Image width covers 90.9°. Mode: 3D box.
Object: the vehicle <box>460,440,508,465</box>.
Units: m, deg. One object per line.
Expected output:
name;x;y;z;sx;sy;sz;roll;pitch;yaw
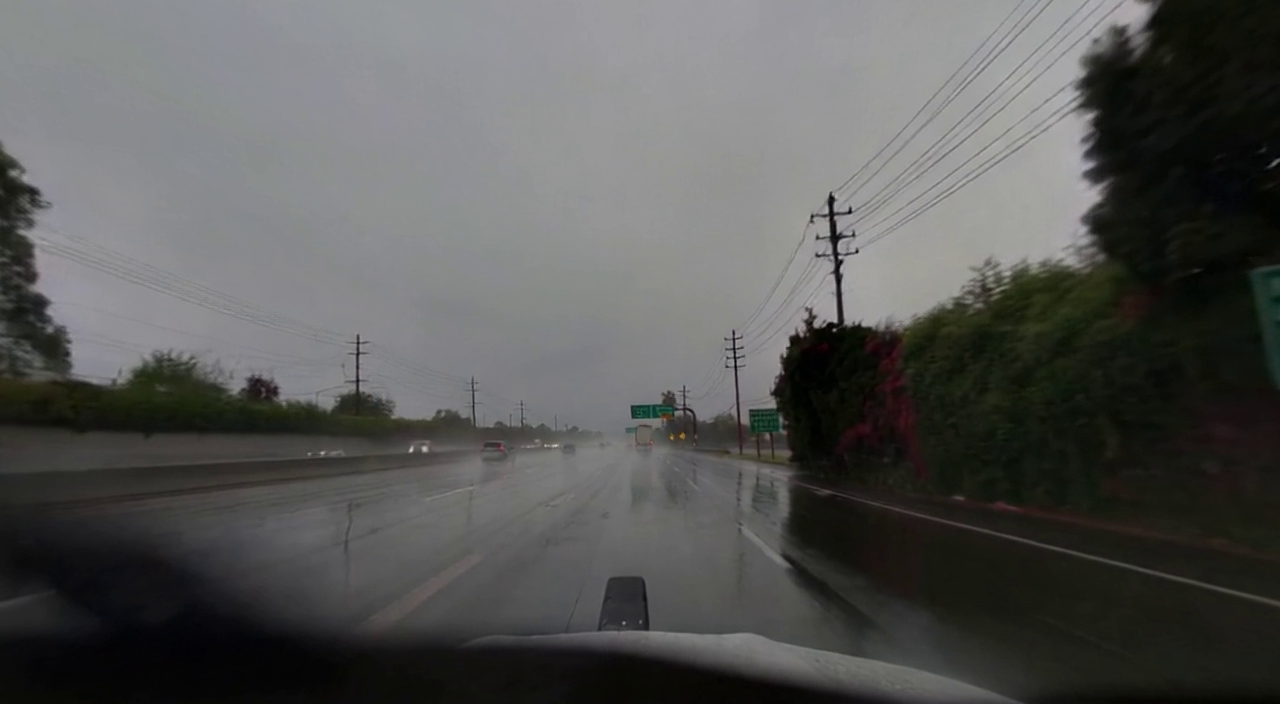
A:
vehicle;-10.150;6.563;41.367;1.947;1.528;4.355;0;-8;1
